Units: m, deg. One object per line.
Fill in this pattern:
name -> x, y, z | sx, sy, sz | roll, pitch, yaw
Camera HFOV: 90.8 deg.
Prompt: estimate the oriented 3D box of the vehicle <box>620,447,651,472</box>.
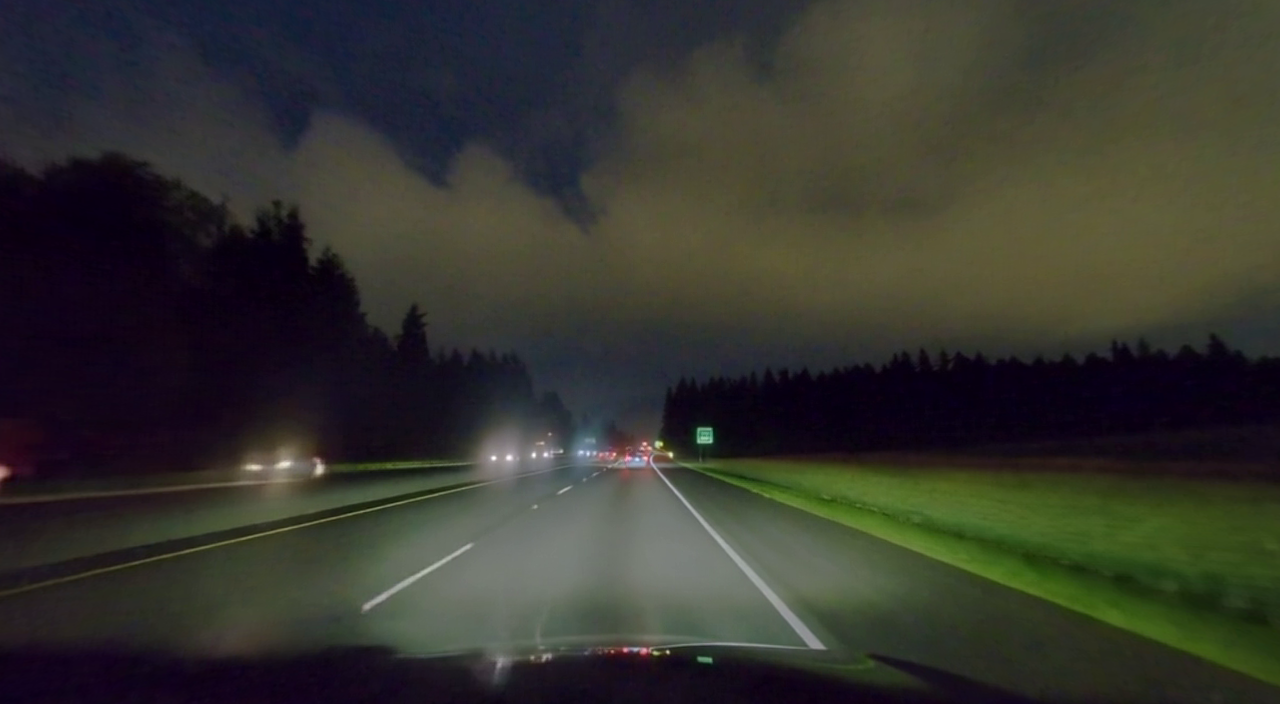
vehicle -> -0.268, 6.669, 39.298 | 1.853, 1.436, 3.438 | 0, -9, -1
